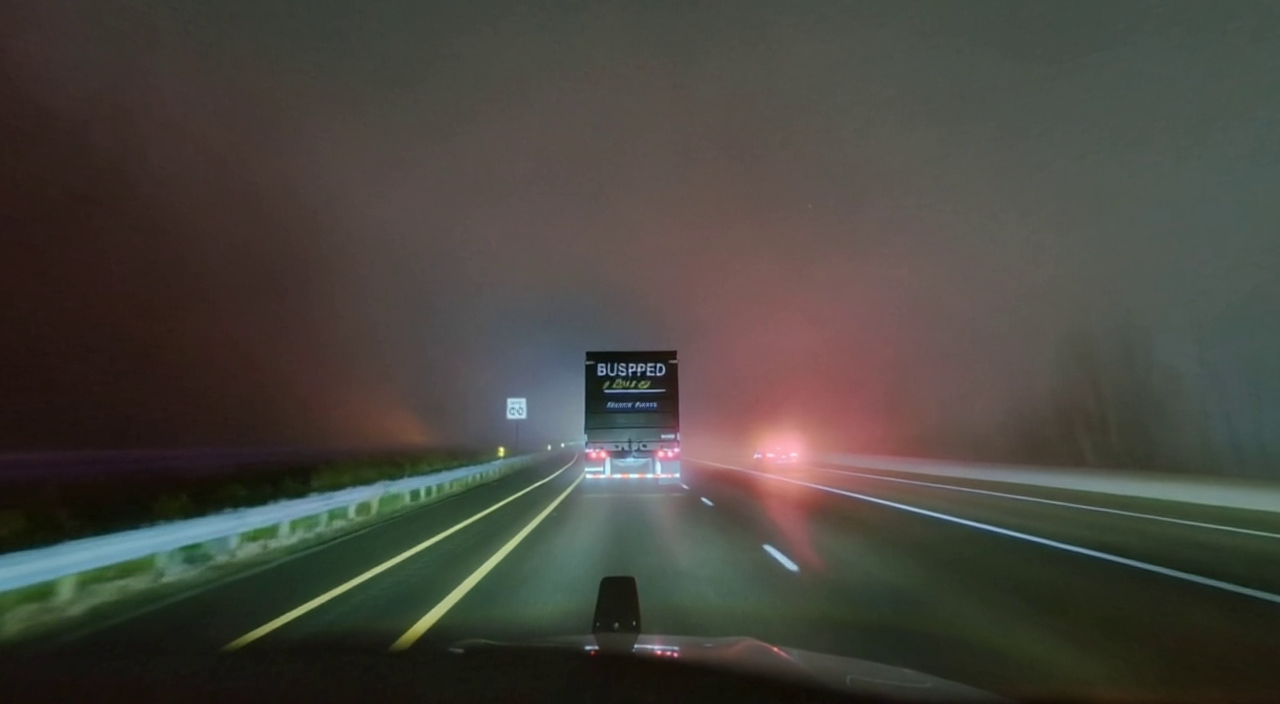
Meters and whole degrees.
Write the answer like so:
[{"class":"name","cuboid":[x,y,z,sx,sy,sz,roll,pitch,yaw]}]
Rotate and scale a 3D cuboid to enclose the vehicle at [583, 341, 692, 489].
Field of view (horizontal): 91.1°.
[{"class":"vehicle","cuboid":[-0.221,2.250,21.070,2.870,3.911,8.697,0,-8,-2]}]
